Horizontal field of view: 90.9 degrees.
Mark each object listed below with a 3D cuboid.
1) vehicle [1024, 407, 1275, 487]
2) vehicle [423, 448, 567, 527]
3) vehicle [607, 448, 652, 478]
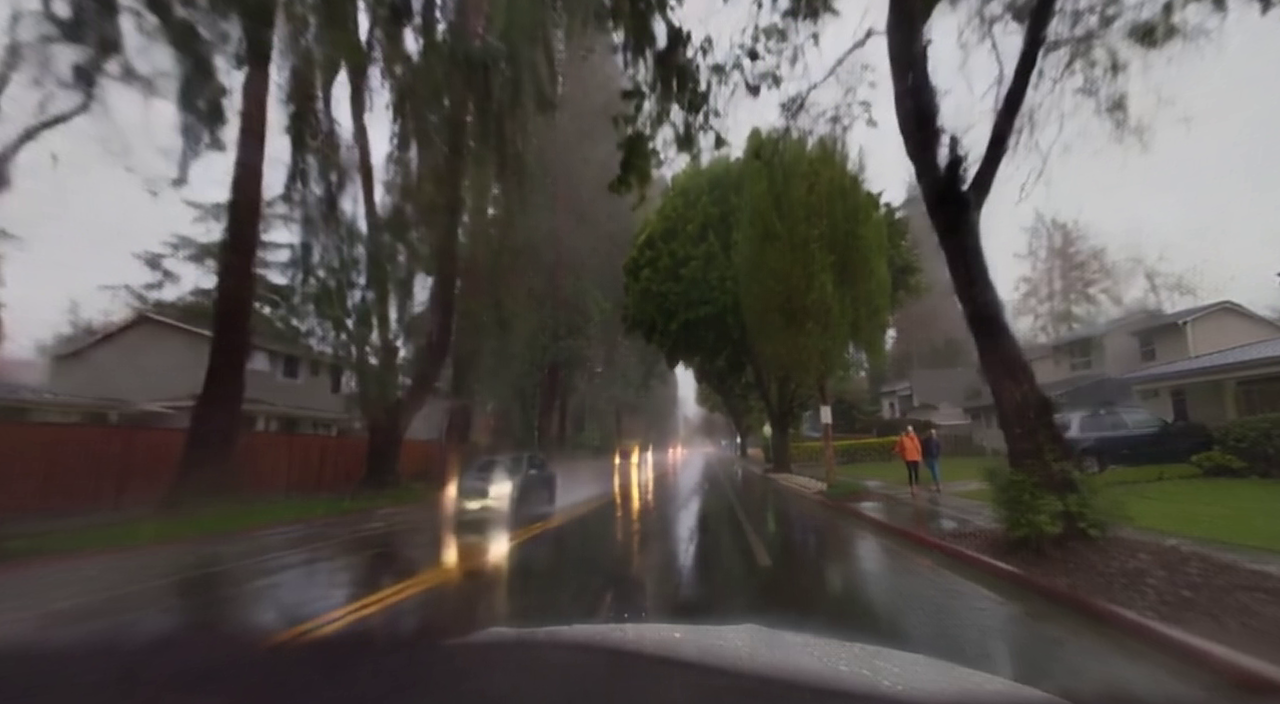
[{"bbox_3d":[13.291,2.504,16.771,4.665,1.944,2.092,0,-8,5],"label":"vehicle"},{"bbox_3d":[-3.130,3.014,14.659,1.906,1.498,4.222,-1,-8,7],"label":"vehicle"},{"bbox_3d":[-0.572,6.763,38.771,2.167,1.691,4.755,-1,-8,7],"label":"vehicle"}]
